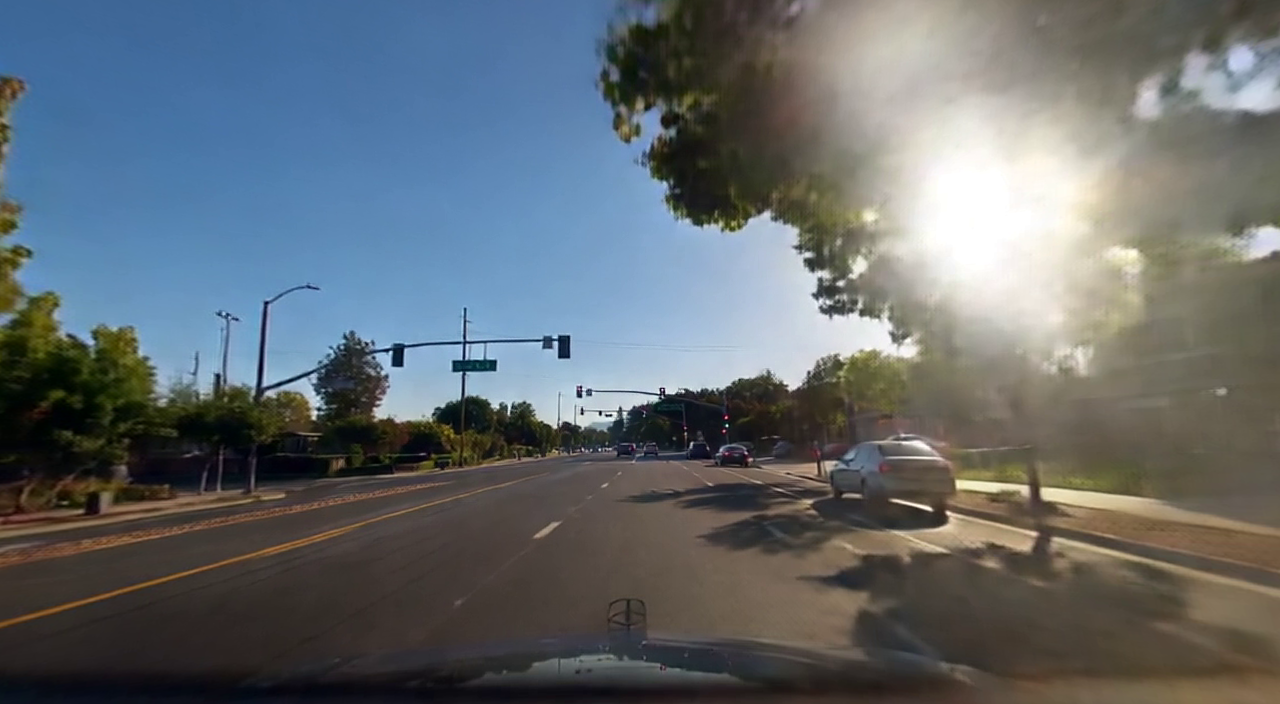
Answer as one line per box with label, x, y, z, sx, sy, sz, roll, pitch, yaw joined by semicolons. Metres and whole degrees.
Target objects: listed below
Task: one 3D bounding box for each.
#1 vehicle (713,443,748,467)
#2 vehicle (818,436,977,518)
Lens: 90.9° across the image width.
vehicle;6.148;7.037;43.120;1.855;1.520;4.808;0;-8;2
vehicle;5.617;2.743;14.392;1.950;1.567;4.083;0;-8;1
